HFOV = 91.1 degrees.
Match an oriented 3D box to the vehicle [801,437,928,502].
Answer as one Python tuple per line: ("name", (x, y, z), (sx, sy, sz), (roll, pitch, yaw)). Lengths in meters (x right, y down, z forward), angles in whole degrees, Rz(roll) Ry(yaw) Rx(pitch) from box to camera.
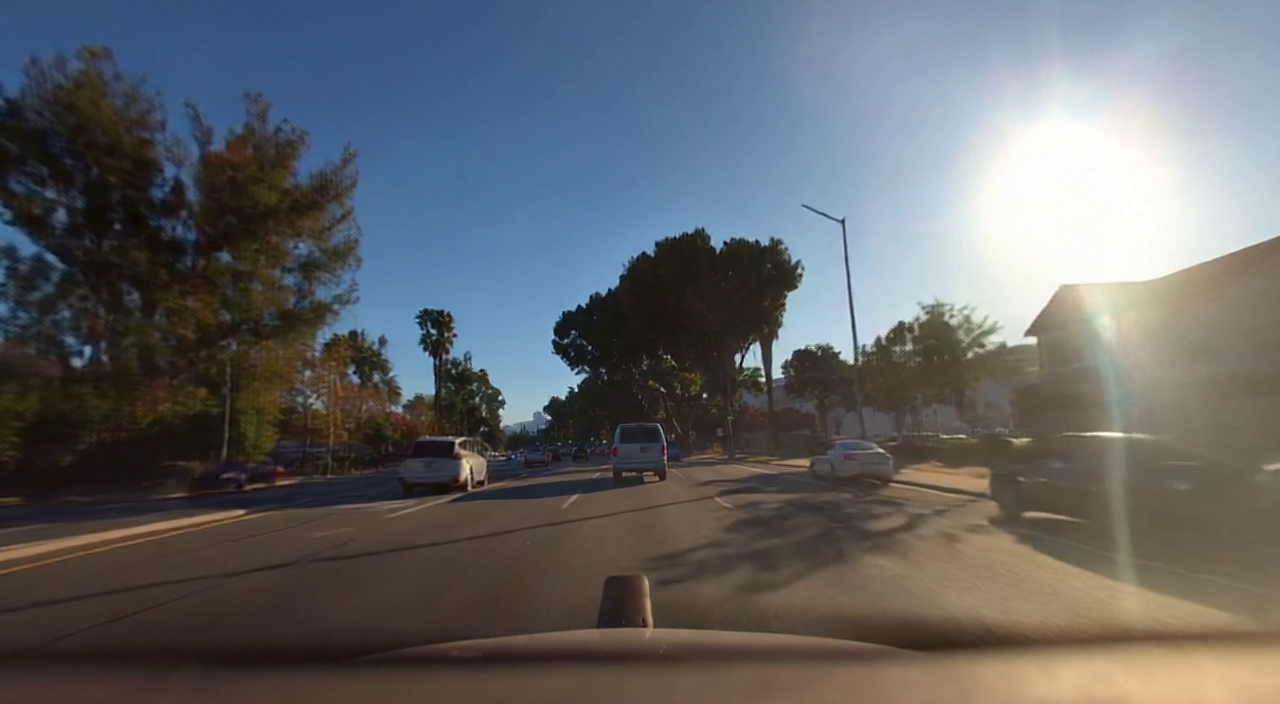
("vehicle", (5.571, 2.957, 16.330), (2.178, 1.411, 4.732), (-1, -9, 8))

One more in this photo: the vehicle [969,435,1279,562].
("vehicle", (7.071, 1.993, 9.439), (1.871, 1.434, 4.437), (0, -8, 0))

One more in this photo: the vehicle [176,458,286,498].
("vehicle", (-17.913, 5.508, 27.811), (1.994, 1.524, 4.698), (1, -9, -4))

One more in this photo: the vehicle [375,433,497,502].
("vehicle", (-5.578, 3.226, 17.945), (2.235, 1.682, 4.662), (1, -9, -4))

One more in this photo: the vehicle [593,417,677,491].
("vehicle", (-0.350, 3.487, 21.780), (2.507, 2.161, 6.049), (1, -9, -4))
